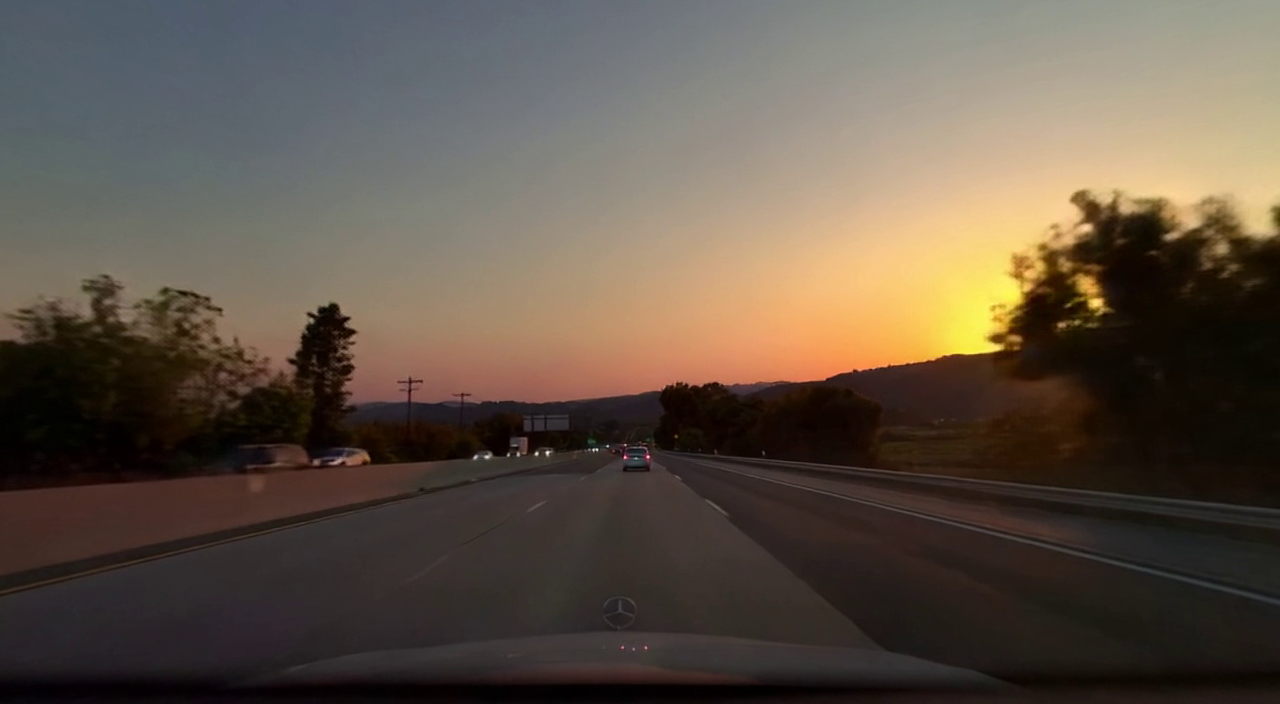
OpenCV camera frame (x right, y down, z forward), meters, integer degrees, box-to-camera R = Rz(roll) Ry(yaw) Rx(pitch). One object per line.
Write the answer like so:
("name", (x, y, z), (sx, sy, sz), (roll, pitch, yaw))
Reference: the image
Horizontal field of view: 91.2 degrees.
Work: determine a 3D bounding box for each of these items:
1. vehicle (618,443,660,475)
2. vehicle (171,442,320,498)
("vehicle", (-0.086, 5.621, 33.107), (2.095, 1.537, 4.017), (0, -9, -1))
("vehicle", (-13.508, 4.052, 21.920), (2.074, 1.695, 4.789), (0, -9, 0))
